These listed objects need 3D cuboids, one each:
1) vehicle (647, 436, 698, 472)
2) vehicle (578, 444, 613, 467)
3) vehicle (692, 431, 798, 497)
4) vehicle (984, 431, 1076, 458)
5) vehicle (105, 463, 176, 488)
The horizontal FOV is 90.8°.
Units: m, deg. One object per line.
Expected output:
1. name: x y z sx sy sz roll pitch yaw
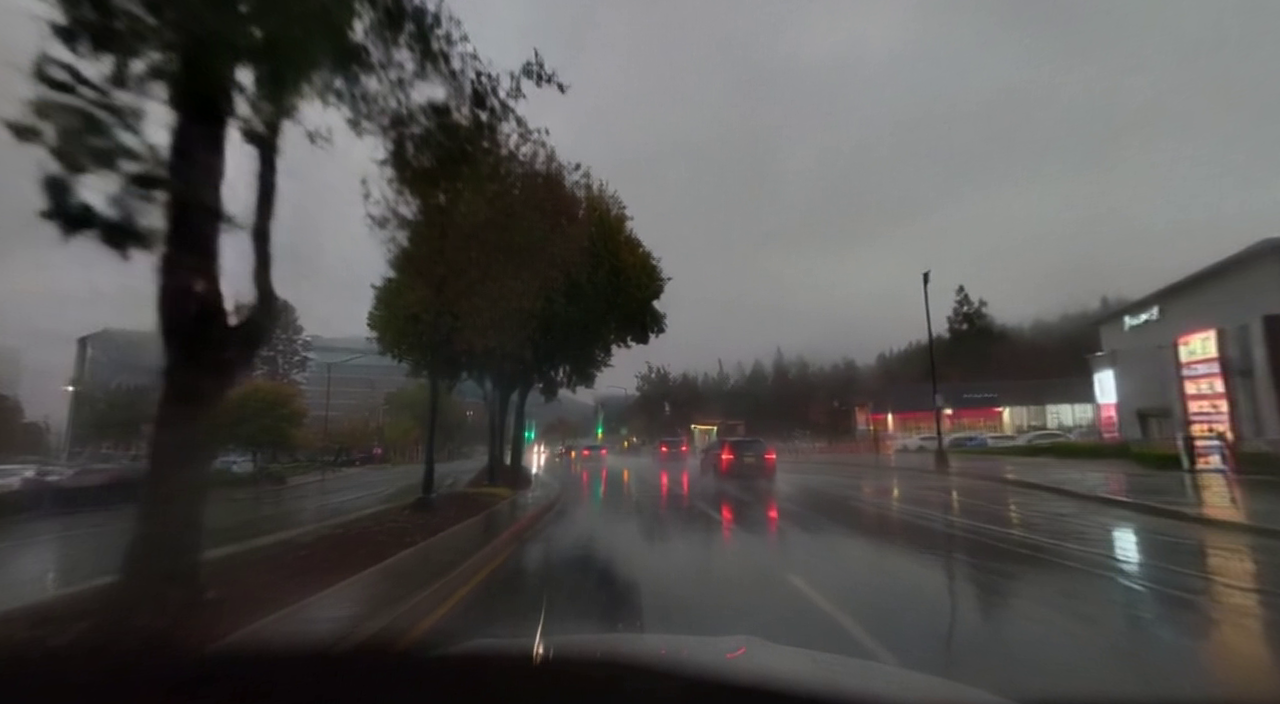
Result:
1. vehicle: 1.631 5.367 33.369 2.046 1.768 4.370 1 -9 -6
2. vehicle: -3.132 7.111 43.628 2.068 1.512 3.987 1 -9 -9
3. vehicle: 2.771 3.056 17.626 1.966 1.596 3.980 1 -9 -5
4. vehicle: 26.471 6.287 42.987 4.736 1.755 2.221 0 -8 -3
5. vehicle: -32.248 7.942 40.914 1.600 1.375 4.319 0 -9 -9
